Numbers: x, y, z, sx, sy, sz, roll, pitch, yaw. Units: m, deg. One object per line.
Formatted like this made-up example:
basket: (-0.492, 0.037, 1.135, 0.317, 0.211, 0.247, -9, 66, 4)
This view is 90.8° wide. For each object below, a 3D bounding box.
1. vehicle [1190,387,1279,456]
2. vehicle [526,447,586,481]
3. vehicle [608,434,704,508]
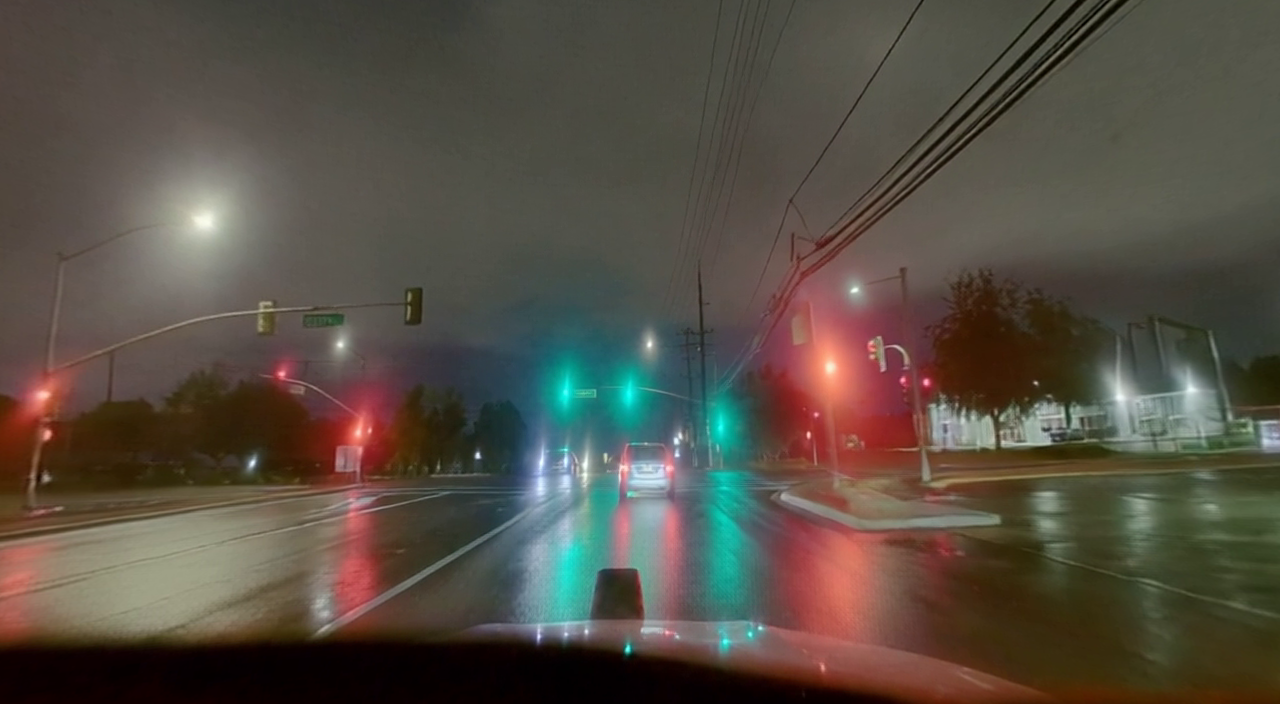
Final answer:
vehicle: (42.702, 4.802, 43.498, 5.749, 4.403, 3.494, -3, -9, 7)
vehicle: (-3.911, 5.285, 30.139, 2.153, 1.474, 4.284, 0, -9, 2)
vehicle: (0.357, 2.980, 16.218, 2.156, 1.636, 3.923, 0, -9, 0)
